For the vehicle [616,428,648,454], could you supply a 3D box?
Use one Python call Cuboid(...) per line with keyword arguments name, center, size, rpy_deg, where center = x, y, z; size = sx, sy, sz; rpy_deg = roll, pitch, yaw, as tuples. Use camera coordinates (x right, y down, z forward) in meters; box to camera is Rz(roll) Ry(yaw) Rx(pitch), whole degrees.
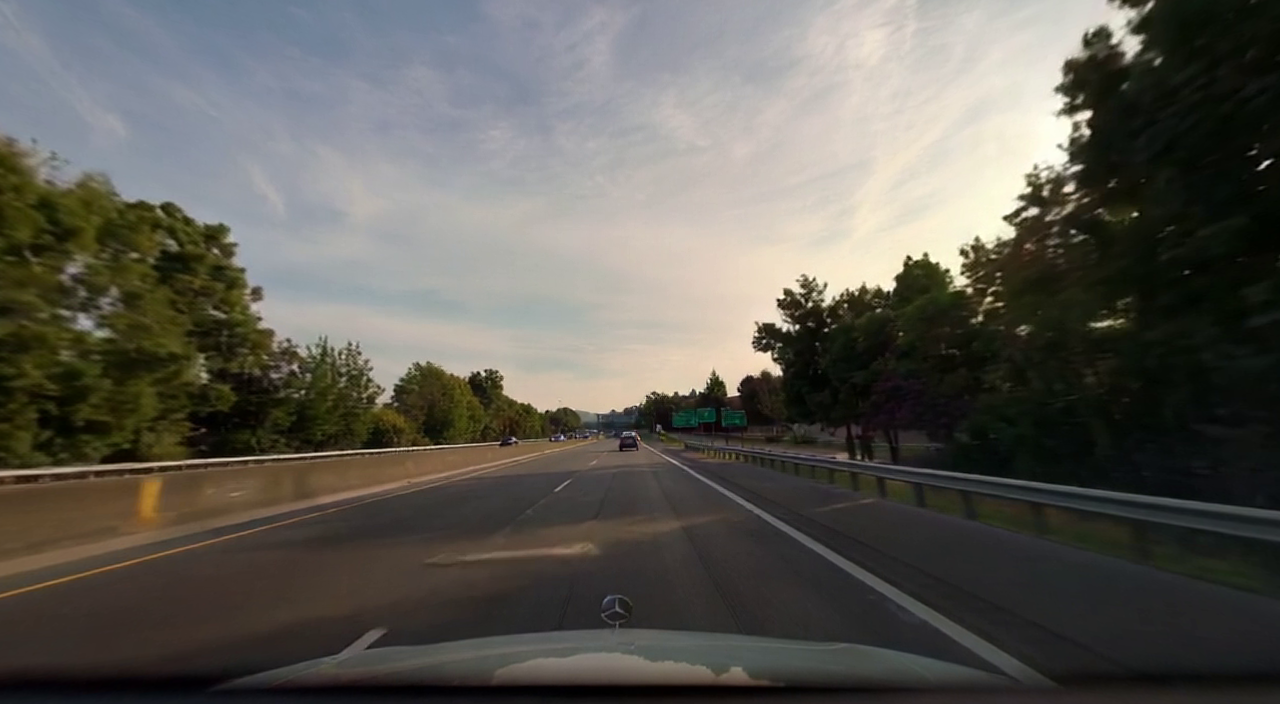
Cuboid(name="vehicle", center=(-0.613, 6.757, 47.918), size=(2.295, 1.861, 4.564), rpy_deg=(0, -8, -1))
